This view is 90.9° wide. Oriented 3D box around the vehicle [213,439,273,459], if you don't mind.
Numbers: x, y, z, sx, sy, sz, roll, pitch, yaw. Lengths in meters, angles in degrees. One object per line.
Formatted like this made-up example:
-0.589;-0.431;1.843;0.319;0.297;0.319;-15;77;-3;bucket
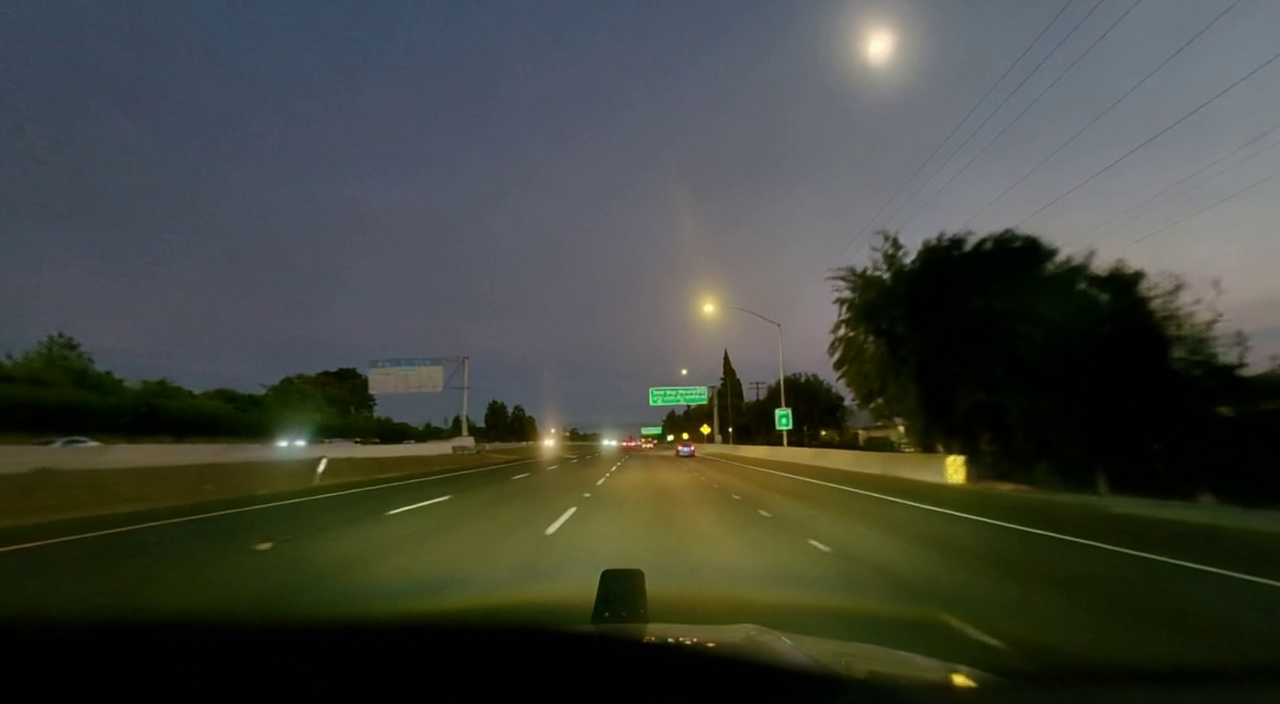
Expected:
-30.213;7.402;48.167;1.720;1.480;4.413;0;-8;-1;vehicle

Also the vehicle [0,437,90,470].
-30.280;5.026;31.391;1.777;1.476;4.493;0;-8;0;vehicle

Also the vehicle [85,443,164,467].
-33.630;6.728;41.301;1.698;1.446;4.073;0;-8;0;vehicle

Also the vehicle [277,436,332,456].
-26.119;7.358;49.253;1.862;1.458;4.453;0;-8;0;vehicle
